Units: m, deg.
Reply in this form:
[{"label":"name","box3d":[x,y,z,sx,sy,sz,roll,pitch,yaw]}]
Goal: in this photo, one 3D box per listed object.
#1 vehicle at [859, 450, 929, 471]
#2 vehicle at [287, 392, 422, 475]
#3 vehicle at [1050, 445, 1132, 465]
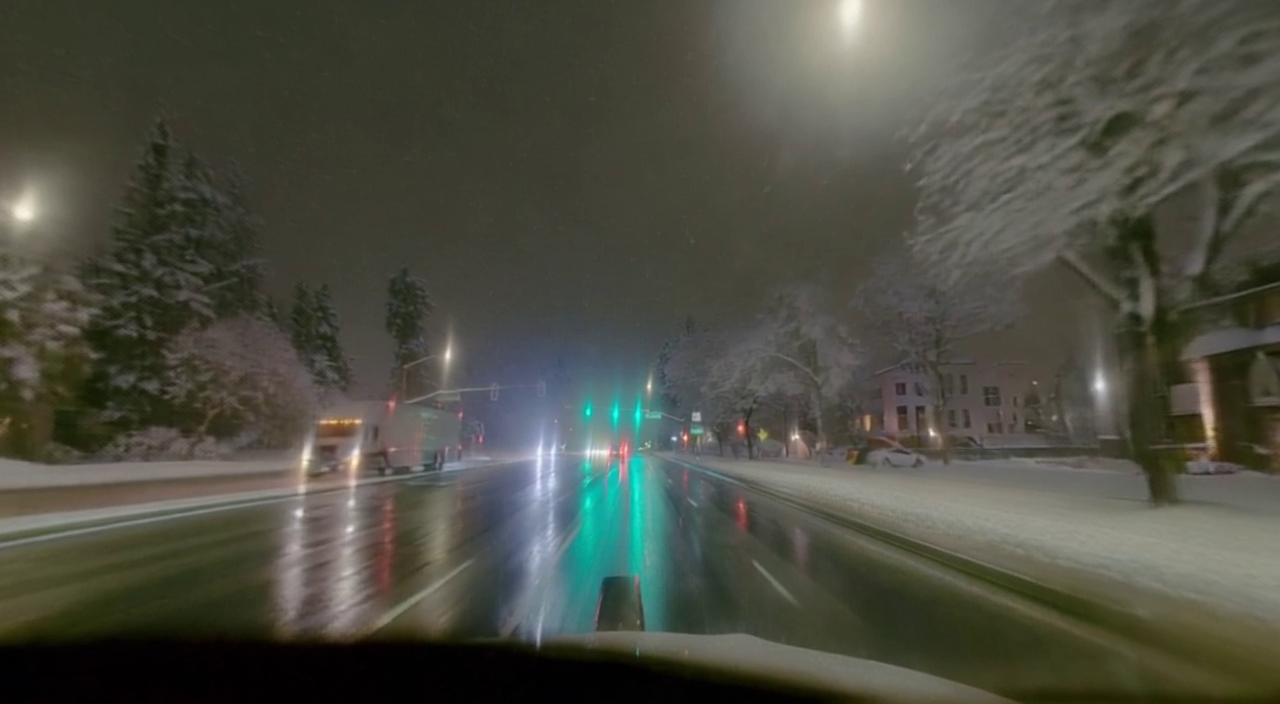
[{"label":"vehicle","box3d":[18.354,7.854,45.822,4.455,1.475,1.971,-2,-9,15]},{"label":"vehicle","box3d":[-15.352,4.605,35.108,3.193,3.952,9.170,0,-9,0]},{"label":"vehicle","box3d":[34.264,7.840,48.143,4.593,1.460,1.926,-3,-9,16]}]
